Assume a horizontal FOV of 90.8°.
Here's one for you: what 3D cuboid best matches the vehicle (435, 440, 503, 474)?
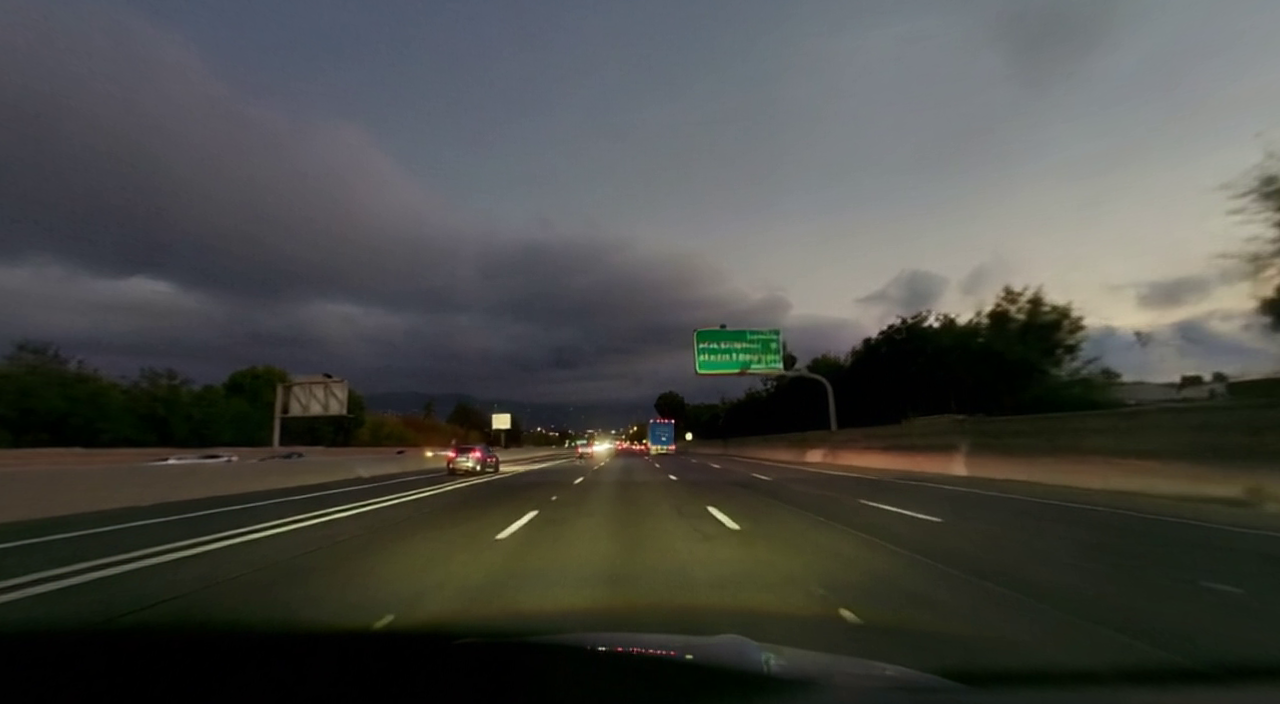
[{"bbox_3d":[-8.031,4.983,30.145,2.033,1.494,4.508,0,-8,0],"label":"vehicle"}]
